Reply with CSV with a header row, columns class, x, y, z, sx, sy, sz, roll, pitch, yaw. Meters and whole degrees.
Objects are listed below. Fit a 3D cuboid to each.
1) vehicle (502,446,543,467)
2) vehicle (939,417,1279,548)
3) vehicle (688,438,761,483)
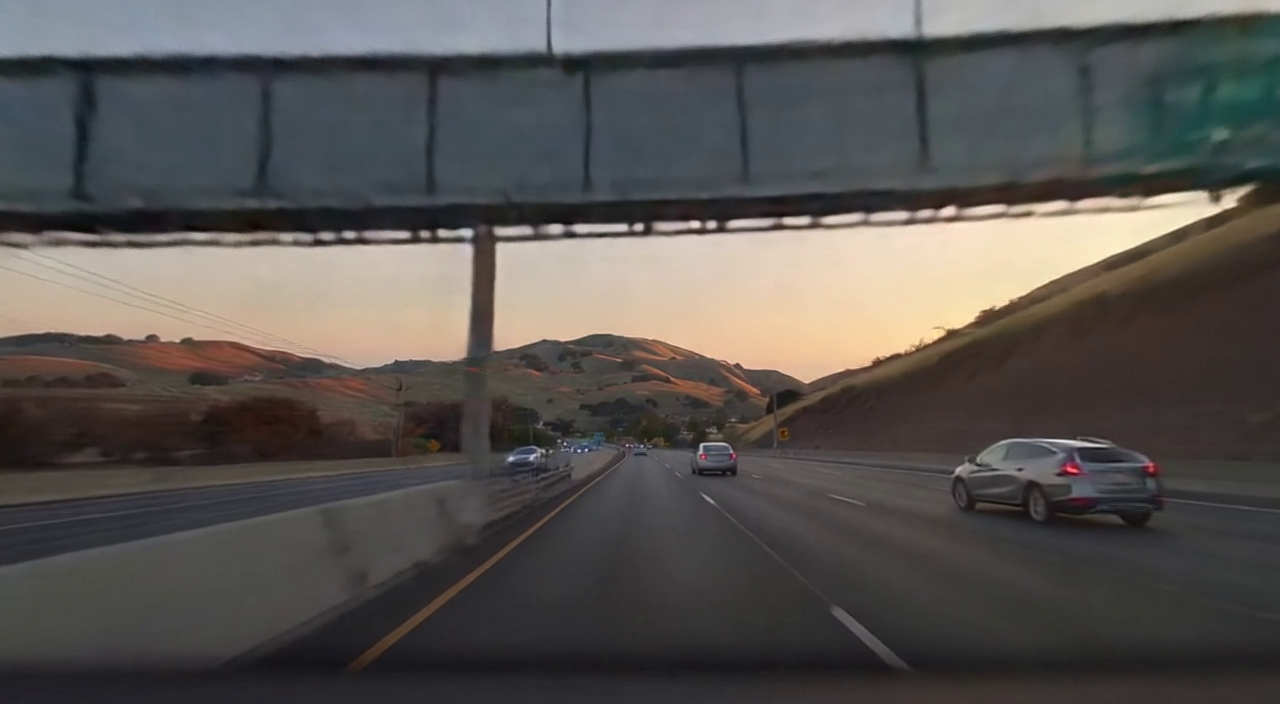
class,x,y,z,sx,sy,sz,roll,pitch,yaw
vehicle,-8.835,7.870,47.851,2.208,1.447,4.764,-1,-8,1
vehicle,6.864,1.892,9.901,1.988,1.530,4.777,0,-8,0
vehicle,2.927,3.863,22.804,2.044,1.444,4.216,0,-8,0
